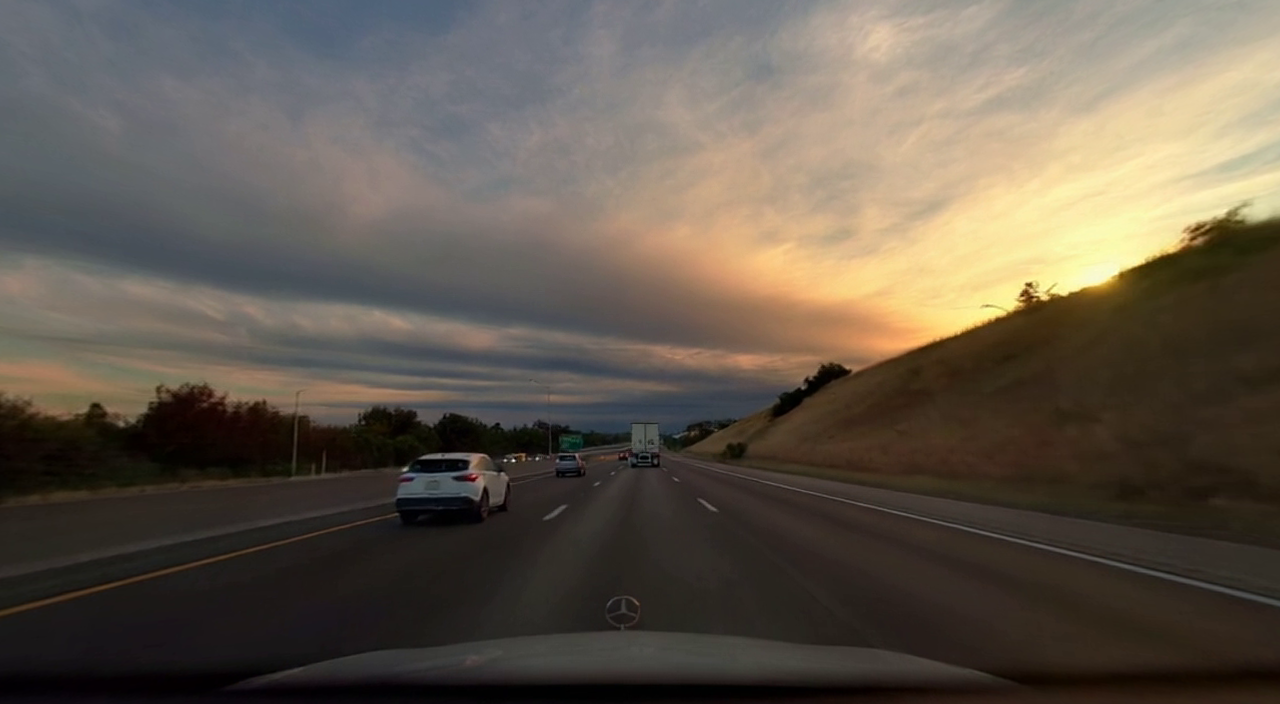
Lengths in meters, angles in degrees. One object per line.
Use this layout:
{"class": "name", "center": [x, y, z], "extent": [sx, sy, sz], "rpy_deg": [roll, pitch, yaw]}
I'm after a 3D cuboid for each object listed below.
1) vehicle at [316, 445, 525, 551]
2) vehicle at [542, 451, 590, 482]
{"class": "vehicle", "center": [-3.594, 2.471, 11.490], "extent": [2.053, 1.489, 4.740], "rpy_deg": [0, -9, 1]}
{"class": "vehicle", "center": [-3.922, 6.153, 34.080], "extent": [2.051, 1.537, 4.111], "rpy_deg": [0, -9, 0]}
